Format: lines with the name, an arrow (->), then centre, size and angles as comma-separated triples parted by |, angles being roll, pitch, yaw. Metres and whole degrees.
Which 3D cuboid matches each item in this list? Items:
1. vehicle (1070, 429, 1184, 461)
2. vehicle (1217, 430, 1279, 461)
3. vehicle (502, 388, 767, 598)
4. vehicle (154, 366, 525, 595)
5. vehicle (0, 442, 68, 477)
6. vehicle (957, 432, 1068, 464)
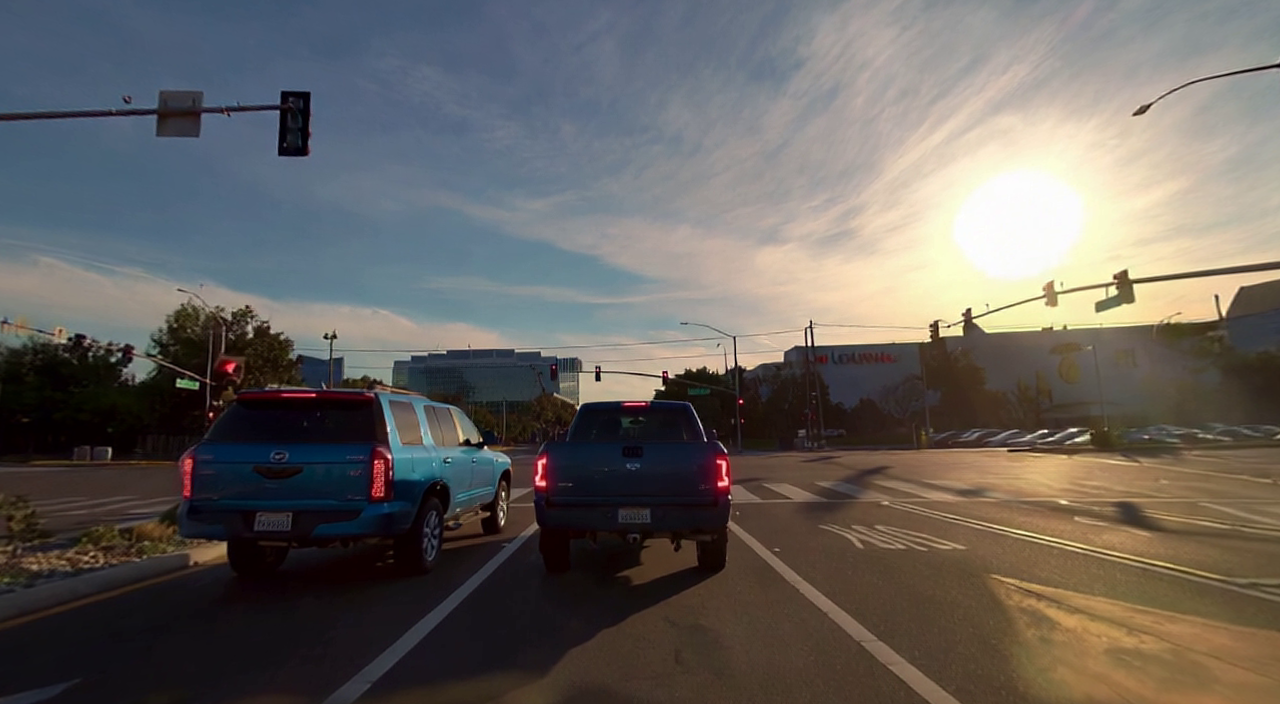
vehicle -> 27.928, 5.328, 36.105 | 4.849, 1.759, 2.041 | 0, -8, -2
vehicle -> 37.009, 5.437, 36.602 | 4.714, 1.754, 2.041 | 0, -8, -2
vehicle -> -0.076, 1.516, 7.651 | 2.204, 1.738, 4.690 | 0, -8, -1
vehicle -> -2.966, 1.429, 7.784 | 2.220, 1.926, 4.870 | 0, -8, -1
vehicle -> -32.190, 5.397, 31.732 | 4.406, 1.682, 2.040 | 0, -8, -2
vehicle -> 19.298, 4.972, 32.657 | 4.624, 1.601, 1.871 | 0, -8, -3
